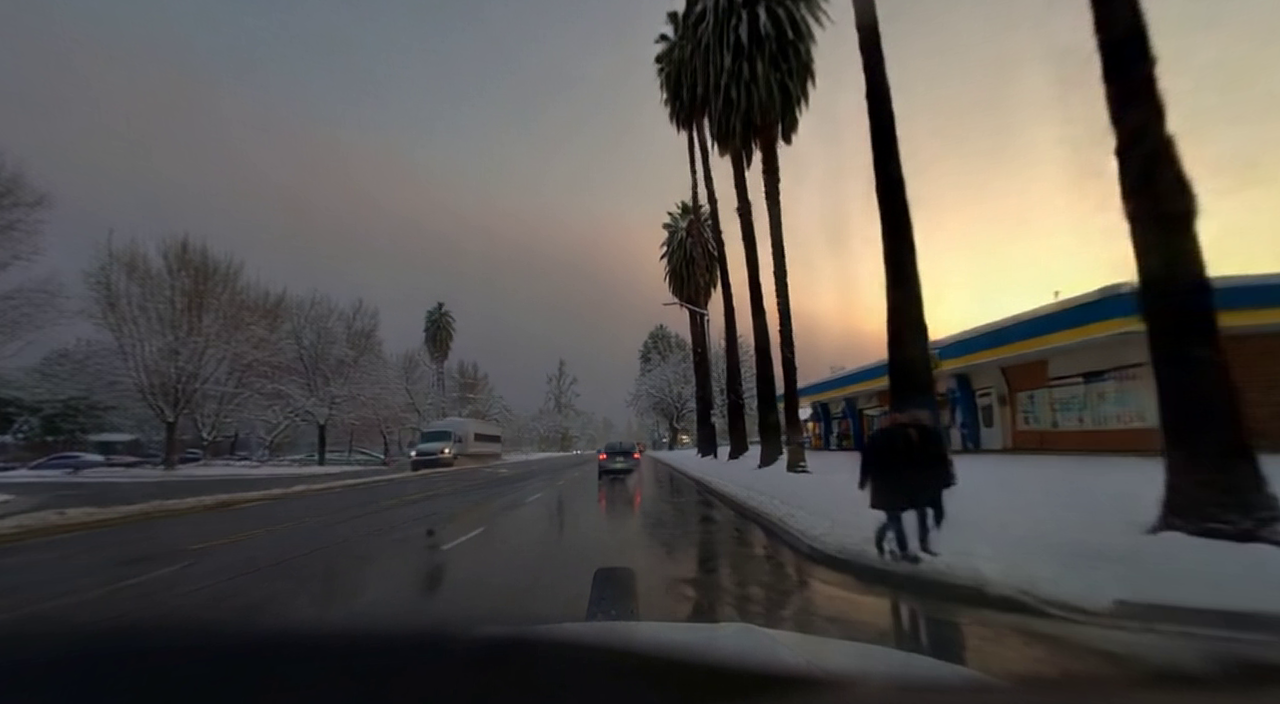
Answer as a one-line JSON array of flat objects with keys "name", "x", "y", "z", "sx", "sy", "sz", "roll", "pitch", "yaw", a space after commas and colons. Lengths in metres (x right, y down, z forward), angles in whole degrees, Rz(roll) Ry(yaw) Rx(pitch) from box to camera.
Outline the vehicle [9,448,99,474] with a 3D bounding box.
[{"name": "vehicle", "x": -44.310, "y": 8.229, "z": 47.793, "sx": 4.802, "sy": 1.933, "sz": 2.076, "roll": -1, "pitch": -9, "yaw": 4}]

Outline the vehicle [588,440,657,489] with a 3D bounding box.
[{"name": "vehicle", "x": -0.560, "y": 3.719, "z": 21.225, "sx": 2.076, "sy": 1.486, "sz": 4.119, "roll": 0, "pitch": -9, "yaw": -1}]

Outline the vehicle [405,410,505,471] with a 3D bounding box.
[{"name": "vehicle", "x": -12.055, "y": 6.060, "z": 42.820, "sx": 3.022, "sy": 3.532, "sz": 12.586, "roll": 0, "pitch": -9, "yaw": 0}]
